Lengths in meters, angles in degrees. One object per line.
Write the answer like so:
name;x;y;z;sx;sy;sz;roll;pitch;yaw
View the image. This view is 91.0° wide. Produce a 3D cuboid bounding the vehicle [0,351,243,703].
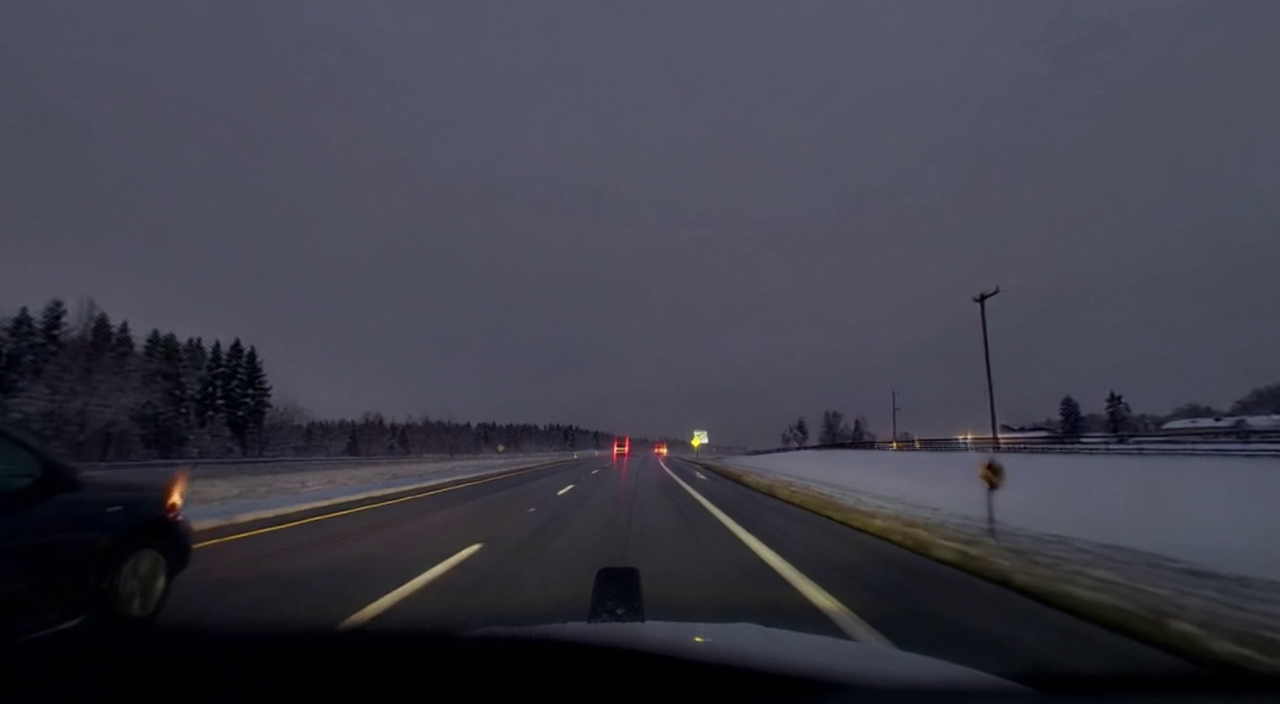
vehicle;-4.205;0.793;2.410;2.193;1.771;4.757;0;-9;1
